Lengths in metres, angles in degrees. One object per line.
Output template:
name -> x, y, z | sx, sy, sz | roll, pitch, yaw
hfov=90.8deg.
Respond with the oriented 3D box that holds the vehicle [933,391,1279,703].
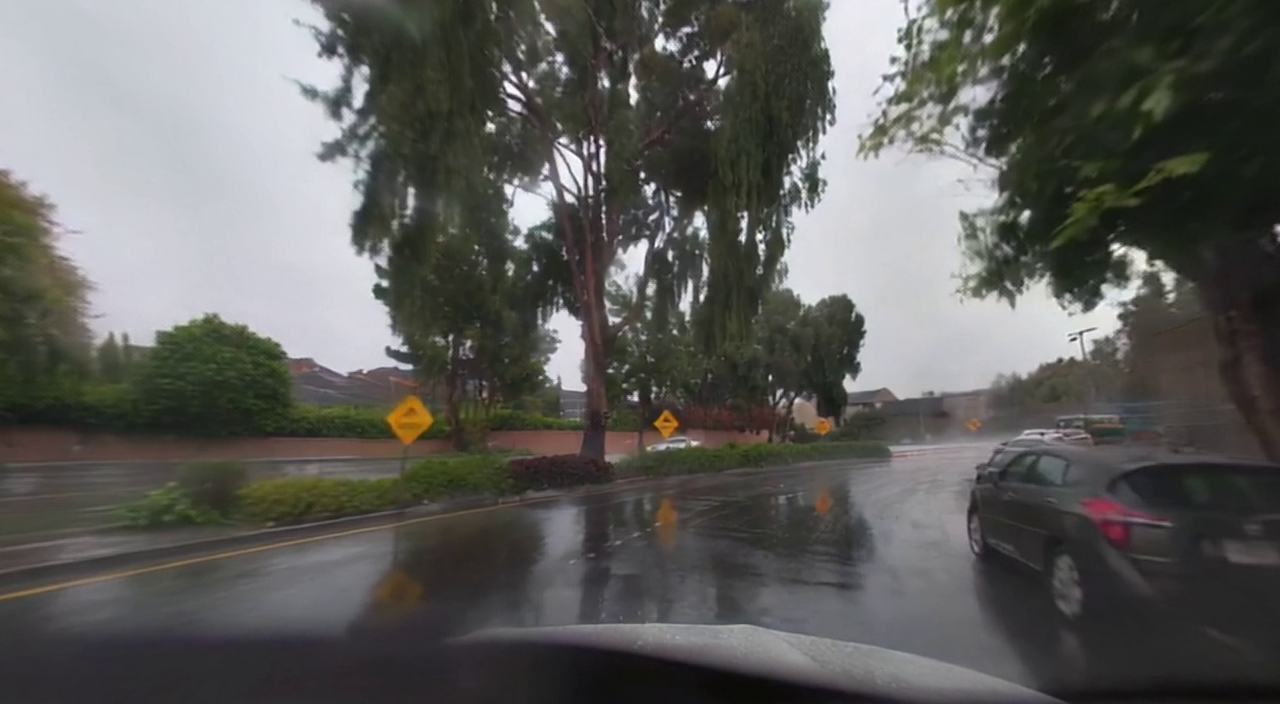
vehicle -> 4.144, 1.330, 5.231 | 2.195, 1.605, 5.134 | -2, -9, 15
